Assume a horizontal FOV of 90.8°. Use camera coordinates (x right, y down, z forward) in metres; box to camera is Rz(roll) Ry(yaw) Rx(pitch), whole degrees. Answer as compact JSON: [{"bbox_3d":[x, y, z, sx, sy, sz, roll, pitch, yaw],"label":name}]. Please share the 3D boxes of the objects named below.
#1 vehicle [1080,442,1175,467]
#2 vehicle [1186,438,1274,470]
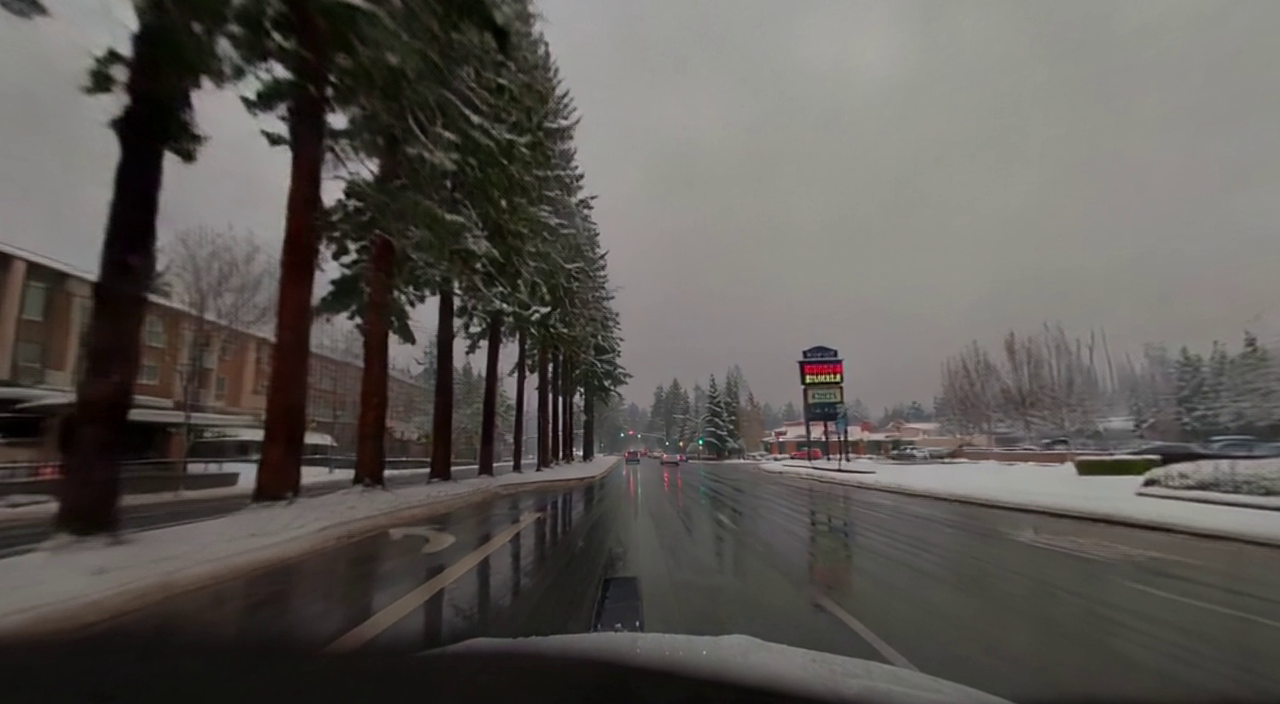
[{"bbox_3d":[34.639,7.291,45.014,2.054,1.684,4.845,7,-10,-33],"label":"vehicle"},{"bbox_3d":[31.648,5.491,34.096,2.133,1.584,4.842,-5,-10,27],"label":"vehicle"}]
